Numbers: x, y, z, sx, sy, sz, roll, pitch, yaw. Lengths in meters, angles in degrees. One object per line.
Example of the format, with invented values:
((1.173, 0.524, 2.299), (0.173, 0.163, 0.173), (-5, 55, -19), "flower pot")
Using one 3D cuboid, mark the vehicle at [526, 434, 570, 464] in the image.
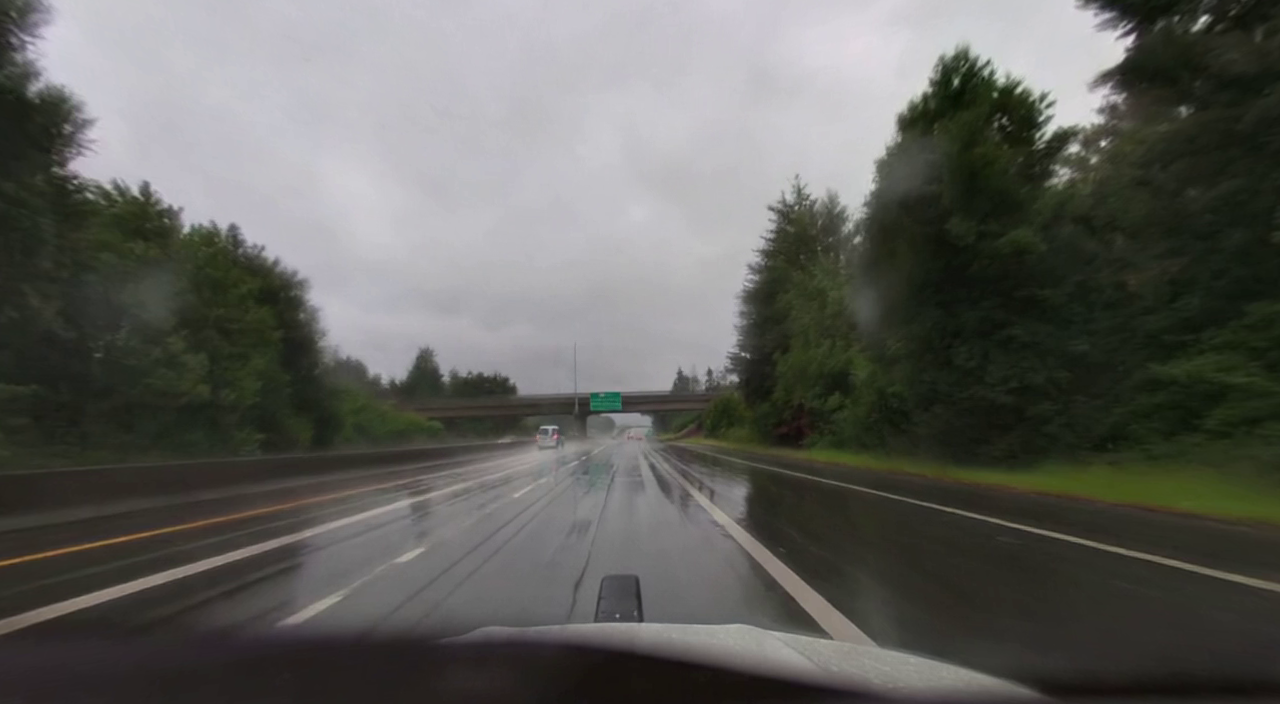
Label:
((-4.950, 5.245, 34.353), (1.871, 1.489, 4.093), (0, -8, -1), "vehicle")
